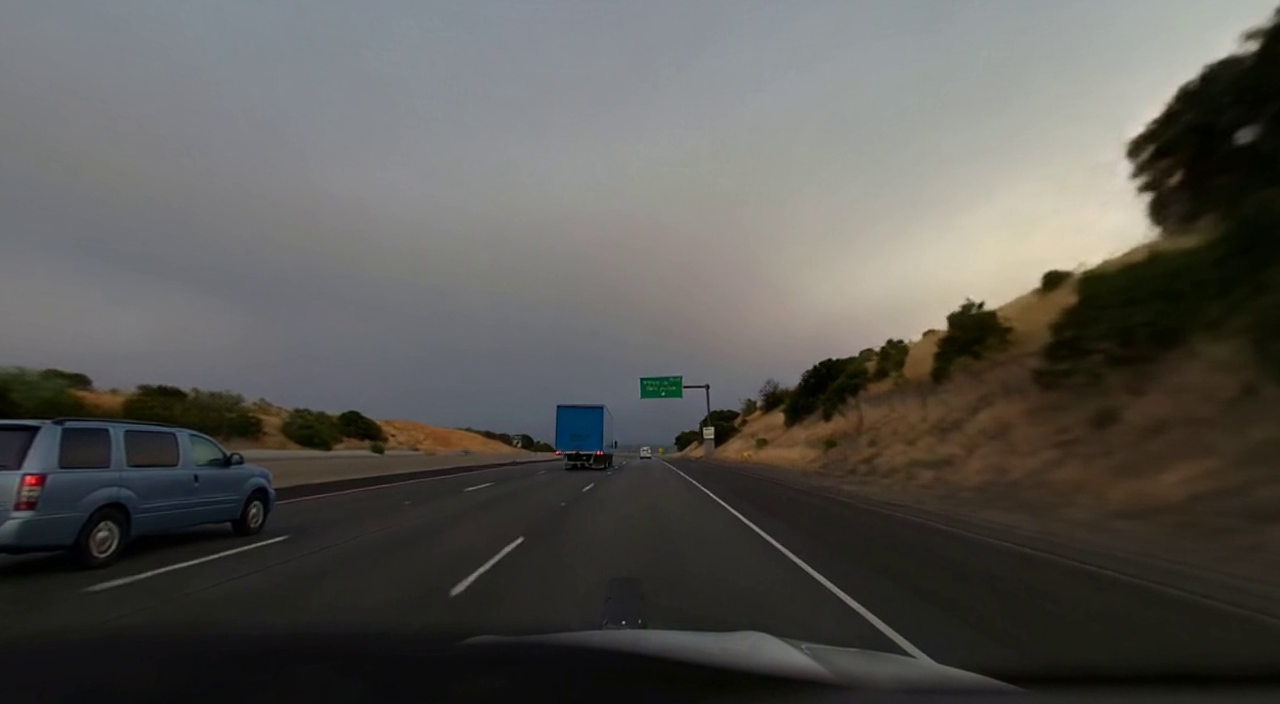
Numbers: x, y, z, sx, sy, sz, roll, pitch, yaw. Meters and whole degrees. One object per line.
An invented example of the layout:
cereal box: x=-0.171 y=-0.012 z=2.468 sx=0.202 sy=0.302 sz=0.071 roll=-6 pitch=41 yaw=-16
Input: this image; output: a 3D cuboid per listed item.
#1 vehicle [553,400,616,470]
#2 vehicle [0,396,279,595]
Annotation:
vehicle: x=-3.565 y=5.982 z=44.683 sx=2.893 sy=4.073 sz=15.281 roll=0 pitch=-8 yaw=1
vehicle: x=-7.145 y=1.628 z=7.857 sx=2.175 sy=1.860 sz=5.236 roll=0 pitch=-8 yaw=0
